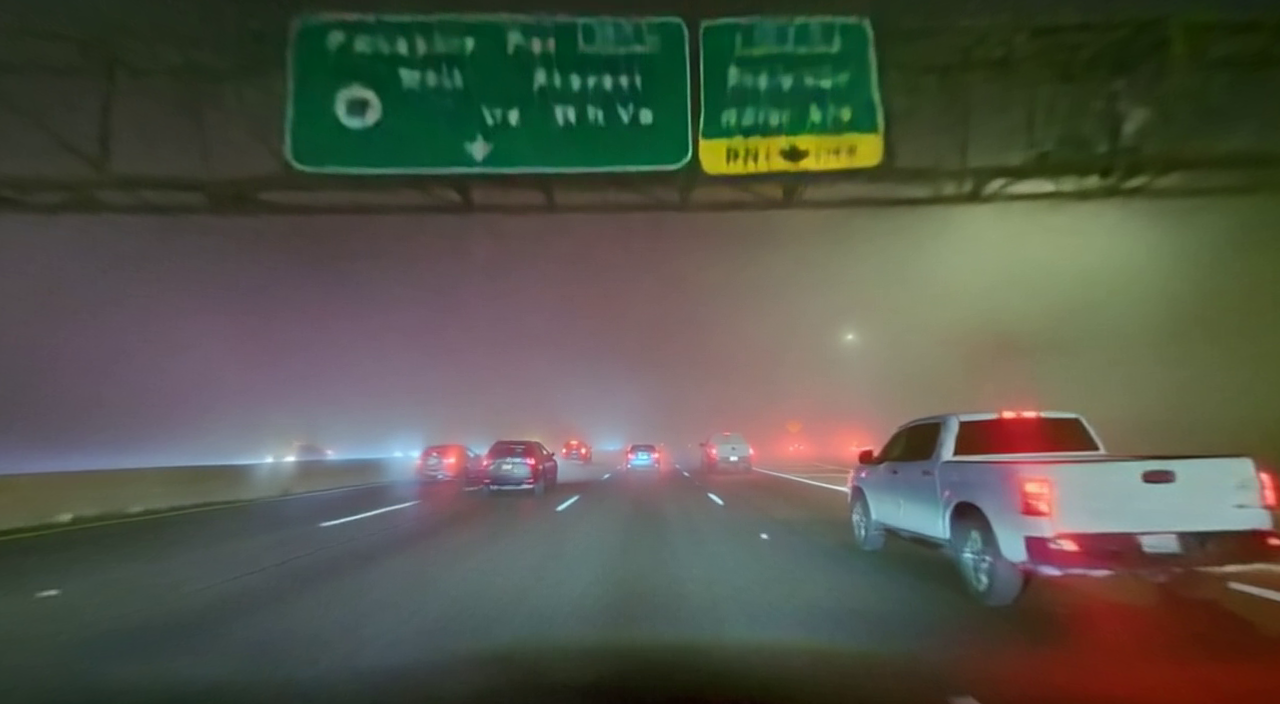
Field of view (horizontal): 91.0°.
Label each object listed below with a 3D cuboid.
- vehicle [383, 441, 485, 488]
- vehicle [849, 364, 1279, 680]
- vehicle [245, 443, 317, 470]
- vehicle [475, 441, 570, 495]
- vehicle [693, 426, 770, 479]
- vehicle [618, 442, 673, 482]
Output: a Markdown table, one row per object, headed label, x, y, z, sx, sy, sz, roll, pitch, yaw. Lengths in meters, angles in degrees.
| label | x | y | z | sx | sy | sz | roll | pitch | yaw |
| --- | --- | --- | --- | --- | --- | --- | --- | --- | --- |
| vehicle | -7.348 | 4.069 | 23.022 | 2.065 | 1.519 | 4.491 | 0 | -9 | 2 |
| vehicle | 3.652 | 1.273 | 5.731 | 2.045 | 1.768 | 4.249 | 0 | -9 | 0 |
| vehicle | -23.150 | 6.767 | 40.798 | 1.930 | 1.620 | 4.399 | -1 | -9 | 3 |
| vehicle | -3.551 | 3.588 | 19.869 | 1.996 | 1.488 | 4.451 | 0 | -9 | 2 |
| vehicle | 4.035 | 4.626 | 29.155 | 2.802 | 2.151 | 6.579 | 0 | -9 | 2 |
| vehicle | 0.244 | 4.437 | 25.713 | 2.071 | 1.478 | 4.130 | 0 | -9 | 1 |
